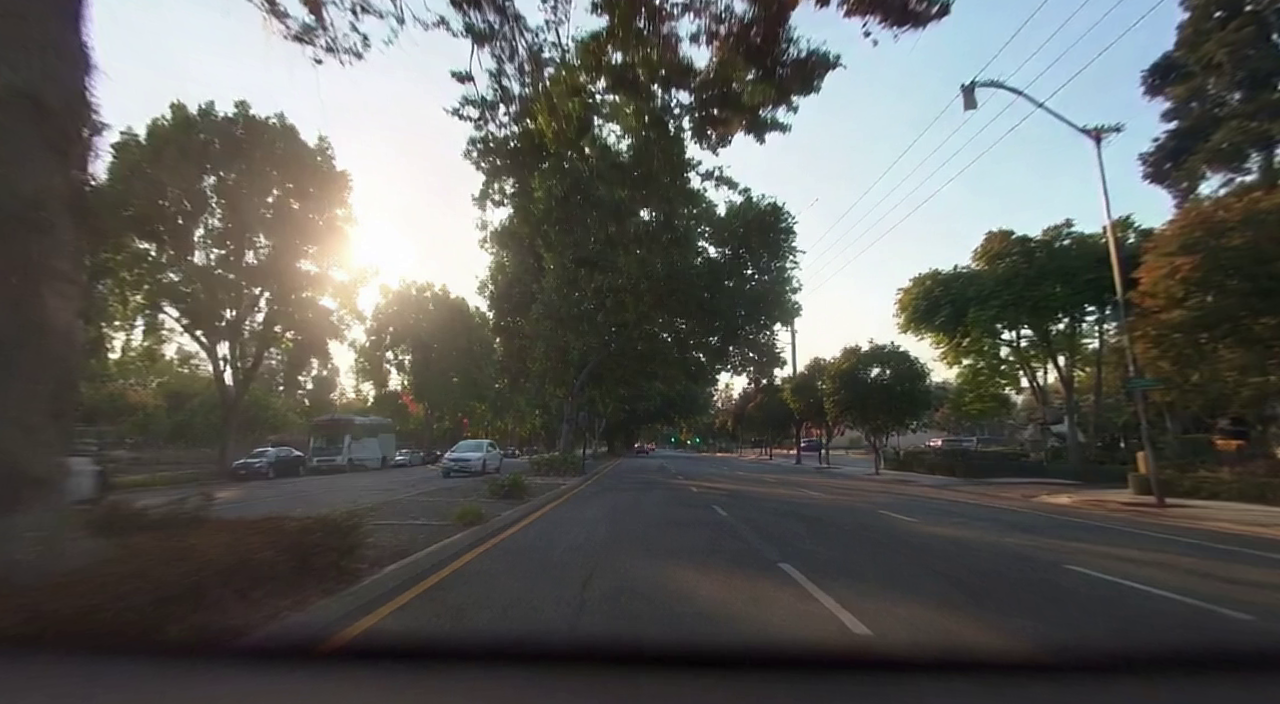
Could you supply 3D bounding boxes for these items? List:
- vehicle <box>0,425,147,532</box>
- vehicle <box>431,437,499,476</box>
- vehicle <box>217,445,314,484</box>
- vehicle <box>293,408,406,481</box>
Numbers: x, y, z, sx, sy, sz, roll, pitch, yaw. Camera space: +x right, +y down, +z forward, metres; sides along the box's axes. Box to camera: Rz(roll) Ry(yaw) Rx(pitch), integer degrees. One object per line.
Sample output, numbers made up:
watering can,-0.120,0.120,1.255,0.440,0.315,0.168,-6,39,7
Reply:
vehicle,-11.631,2.183,10.994,2.092,1.746,4.831,0,-8,0
vehicle,-8.056,4.841,29.466,1.903,1.644,4.182,0,-8,1
vehicle,-18.020,5.399,30.632,1.951,1.705,4.480,0,-8,0
vehicle,-17.558,5.666,38.891,3.028,3.724,9.001,-4,-8,-2
